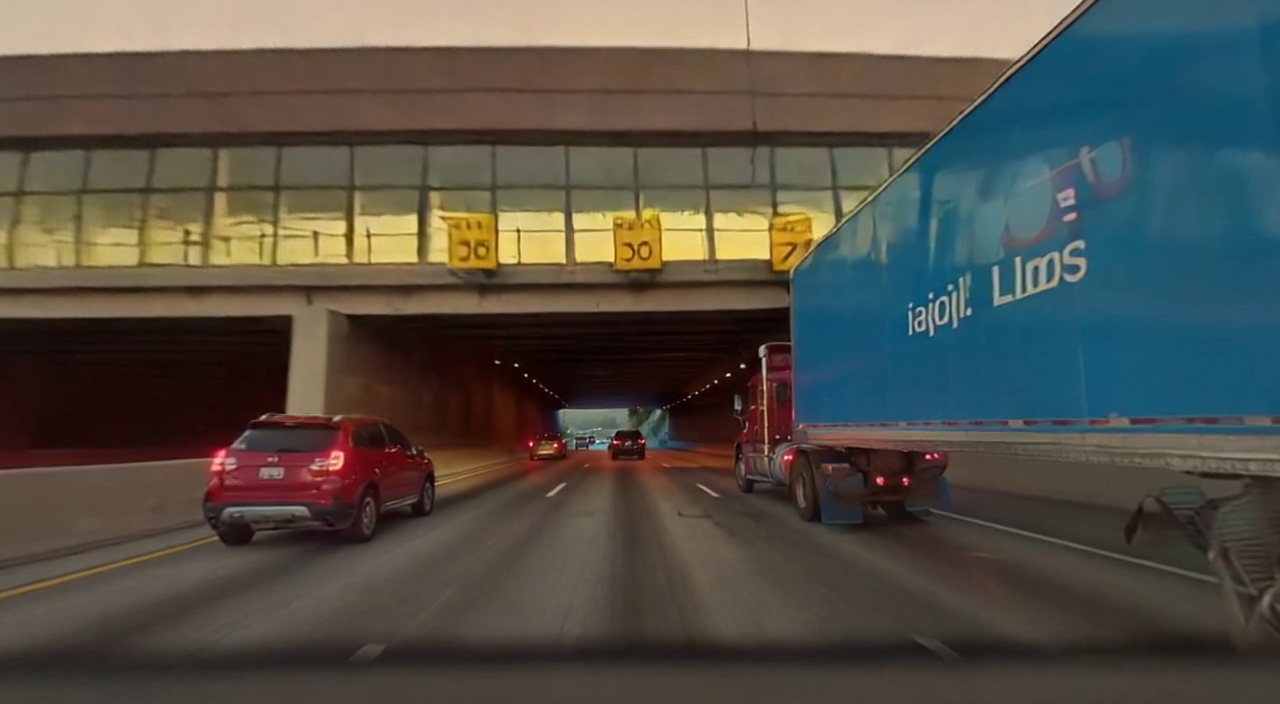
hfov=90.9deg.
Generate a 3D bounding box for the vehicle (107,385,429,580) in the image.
[{"bbox_3d":[-3.750,1.335,7.031,1.826,1.695,2.870,0,-8,-1],"label":"vehicle"}]

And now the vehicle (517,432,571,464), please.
[{"bbox_3d":[-4.639,4.702,31.059,2.019,1.435,4.317,0,-8,-1],"label":"vehicle"}]

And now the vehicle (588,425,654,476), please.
[{"bbox_3d":[-0.647,3.412,22.083,2.094,1.600,3.666,0,-8,-1],"label":"vehicle"}]

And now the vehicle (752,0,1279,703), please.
[{"bbox_3d":[3.908,0.012,5.841,2.842,4.108,14.081,0,-8,-1],"label":"vehicle"}]
